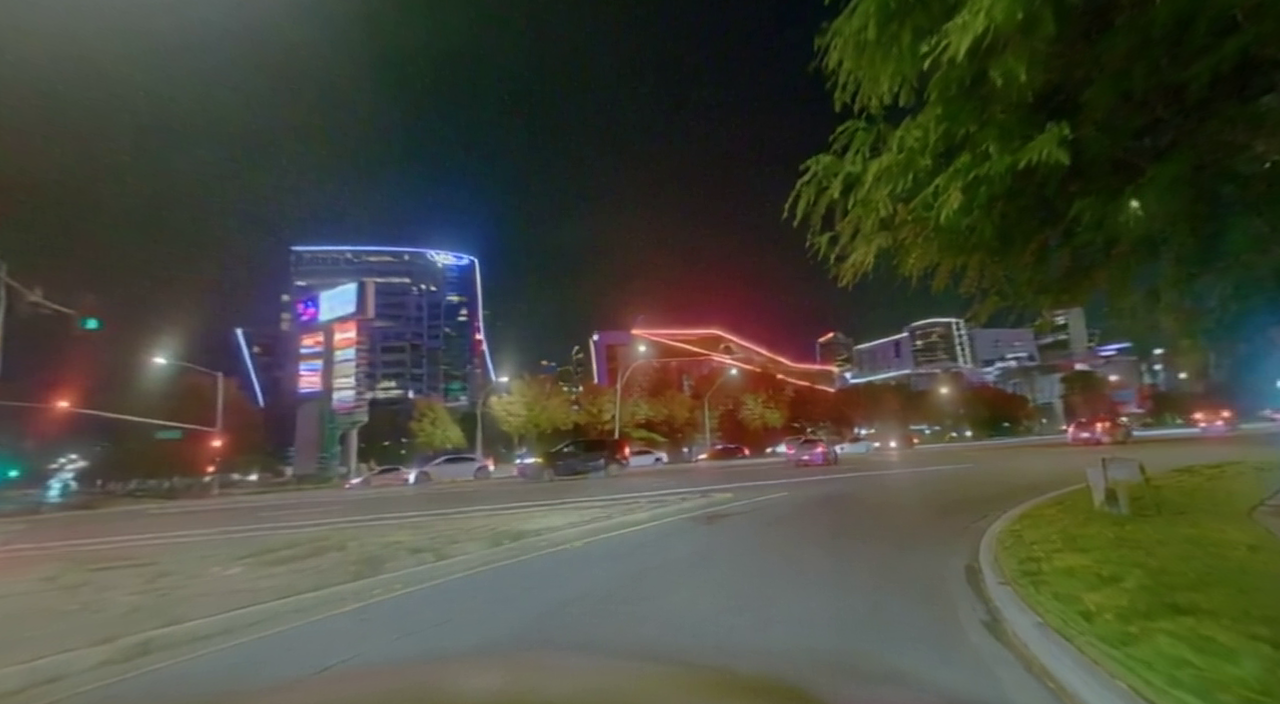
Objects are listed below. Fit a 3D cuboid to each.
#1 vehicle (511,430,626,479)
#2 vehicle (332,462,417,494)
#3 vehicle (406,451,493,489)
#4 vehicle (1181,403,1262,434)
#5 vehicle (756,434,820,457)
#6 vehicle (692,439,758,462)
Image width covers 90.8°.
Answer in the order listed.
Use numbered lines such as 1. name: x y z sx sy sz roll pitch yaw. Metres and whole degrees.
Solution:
1. vehicle: -3.756 5.556 33.720 5.636 2.053 2.225 8 -19 -26
2. vehicle: -15.978 7.565 38.070 4.493 1.455 1.946 1 -8 -30
3. vehicle: -11.065 6.787 36.757 4.510 1.764 1.947 1 -8 -29
4. vehicle: 37.893 4.327 41.147 4.496 1.765 2.059 1 -10 -24
5. vehicle: 11.585 7.337 49.484 4.727 1.681 1.926 4 -11 -28
6. vehicle: 6.236 7.276 46.411 4.513 1.582 1.842 5 -12 -28
